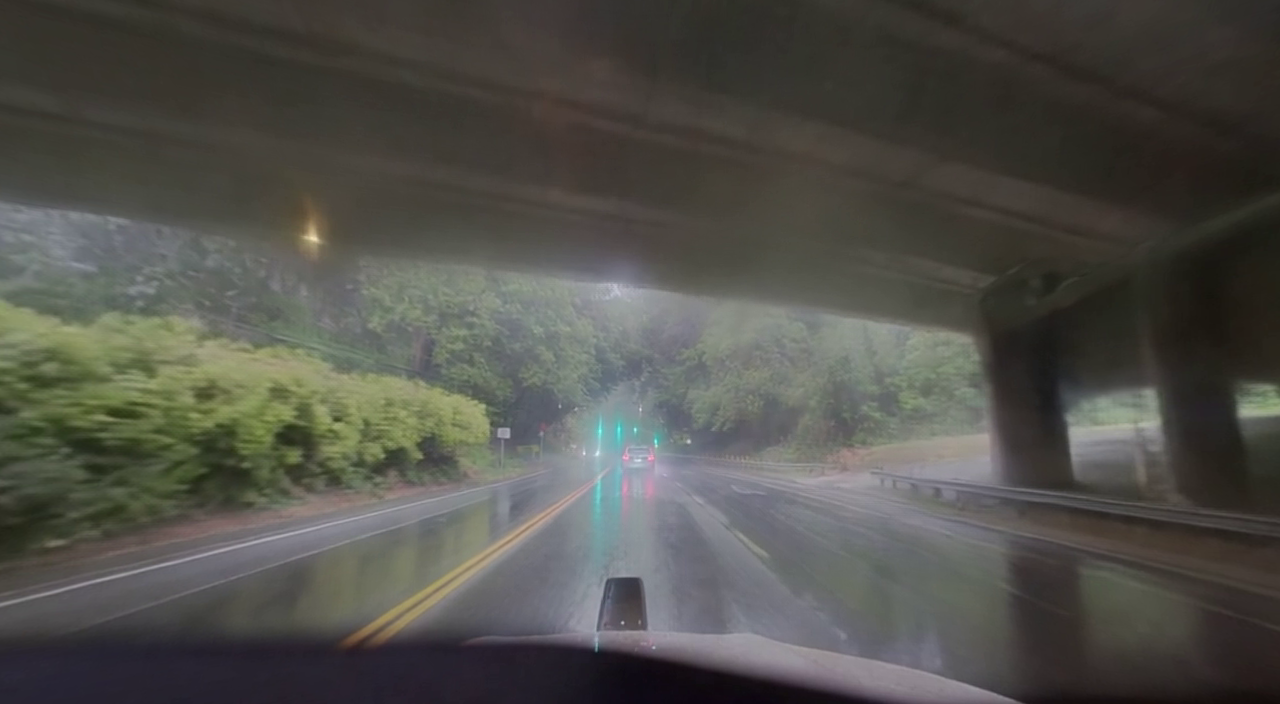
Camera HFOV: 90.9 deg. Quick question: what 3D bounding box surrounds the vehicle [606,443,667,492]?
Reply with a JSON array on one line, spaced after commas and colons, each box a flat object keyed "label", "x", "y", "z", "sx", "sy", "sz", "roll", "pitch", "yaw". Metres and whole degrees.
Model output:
[{"label": "vehicle", "x": -0.141, "y": 4.158, "z": 22.875, "sx": 2.037, "sy": 1.601, "sz": 3.643, "roll": 0, "pitch": -9, "yaw": -1}]
